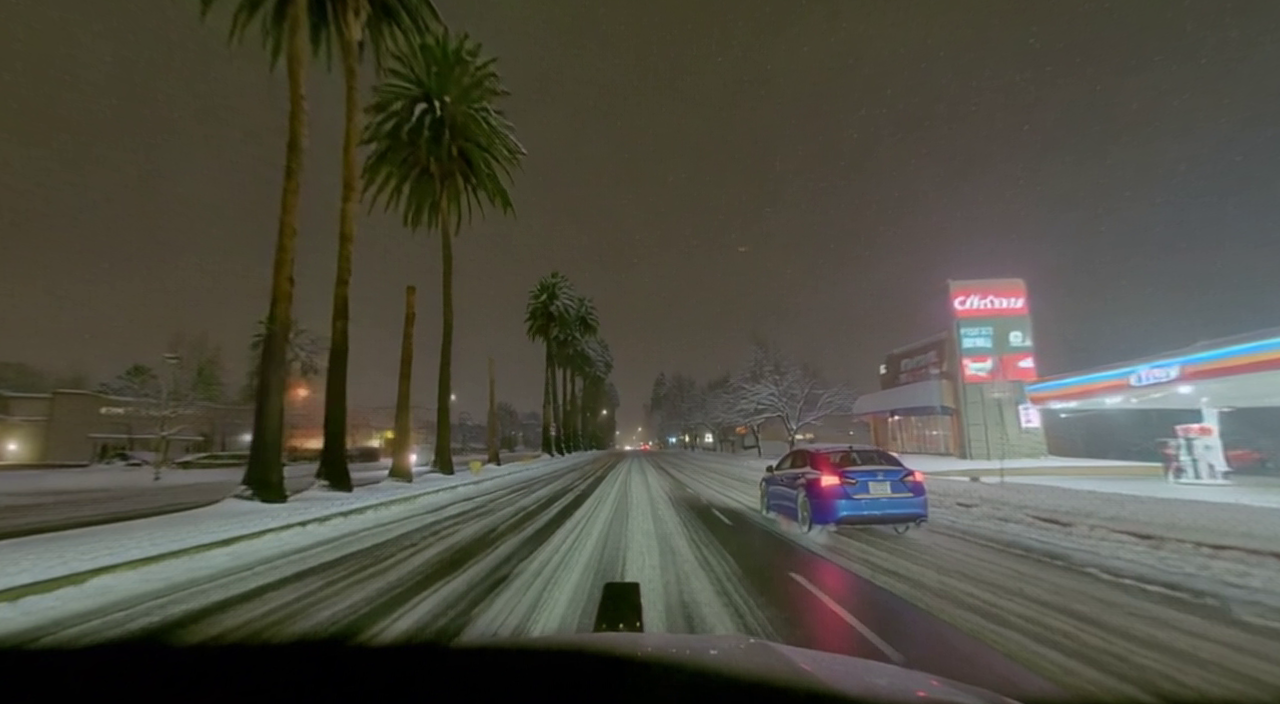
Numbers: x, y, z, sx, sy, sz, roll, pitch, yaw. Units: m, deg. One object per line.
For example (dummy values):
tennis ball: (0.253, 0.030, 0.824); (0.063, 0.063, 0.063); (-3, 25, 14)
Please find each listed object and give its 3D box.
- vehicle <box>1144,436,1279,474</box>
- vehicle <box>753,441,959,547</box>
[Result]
vehicle: (32.244, 5.821, 35.706); (5.339, 1.812, 2.175); (-3, -9, 3)
vehicle: (3.394, 2.294, 10.979); (1.978, 1.442, 4.262); (0, -8, -2)
